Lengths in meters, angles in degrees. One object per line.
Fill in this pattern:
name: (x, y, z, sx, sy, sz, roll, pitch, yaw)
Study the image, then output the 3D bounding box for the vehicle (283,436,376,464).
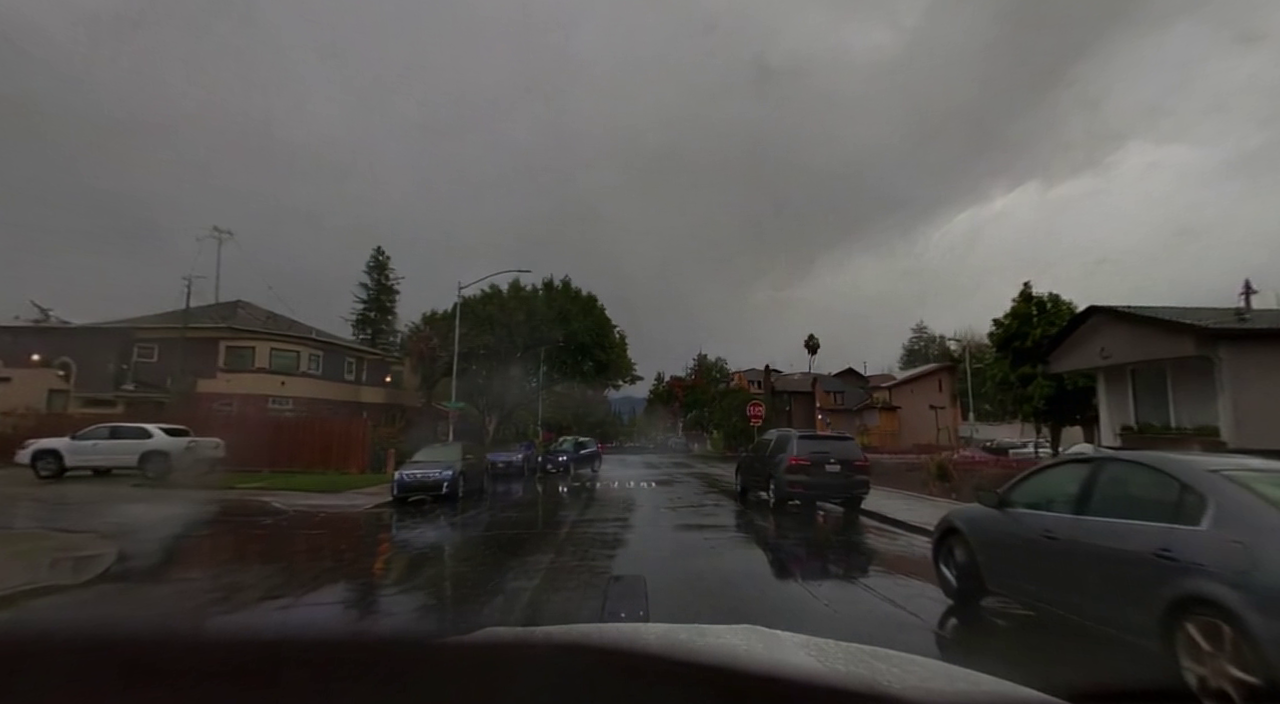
vehicle: (-24.132, 7.621, 48.960, 6.027, 1.893, 2.282, 2, -8, -1)

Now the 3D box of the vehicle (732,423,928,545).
vehicle: (3.238, 2.324, 11.831, 2.144, 1.751, 4.472, 2, -8, -2)

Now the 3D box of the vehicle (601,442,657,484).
vehicle: (-0.464, 4.311, 24.676, 2.010, 1.499, 4.107, 0, -9, -2)

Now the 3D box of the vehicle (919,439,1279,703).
vehicle: (3.759, 1.313, 3.994, 1.876, 1.477, 4.324, 0, -9, -1)

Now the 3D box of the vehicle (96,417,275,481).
vehicle: (-16.274, 3.547, 23.035, 2.320, 2.030, 5.730, 0, -9, -1)

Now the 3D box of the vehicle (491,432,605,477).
vehicle: (-5.264, 5.757, 35.445, 6.249, 2.319, 2.772, -7, -11, 37)

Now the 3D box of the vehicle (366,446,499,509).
vehicle: (-5.378, 3.296, 17.058, 1.999, 1.441, 4.628, 0, -9, 1)
